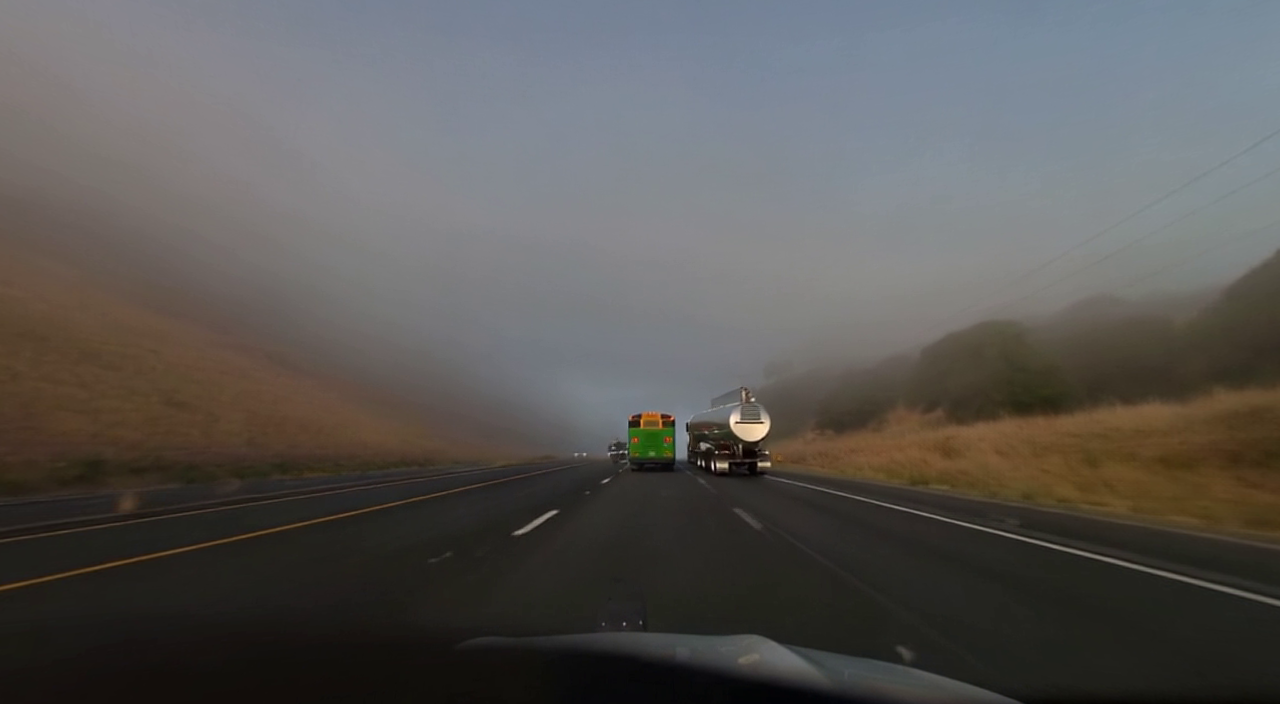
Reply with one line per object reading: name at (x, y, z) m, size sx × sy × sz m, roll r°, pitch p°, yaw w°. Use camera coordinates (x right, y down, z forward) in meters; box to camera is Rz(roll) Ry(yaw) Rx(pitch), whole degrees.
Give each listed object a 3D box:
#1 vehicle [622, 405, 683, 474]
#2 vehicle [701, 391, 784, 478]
vehicle at (0.710, 4.970, 35.583) m, size 2.948 × 3.265 × 10.569 m, roll 0°, pitch -8°, yaw 1°
vehicle at (4.717, 4.013, 30.503) m, size 2.716 × 3.705 × 7.018 m, roll 0°, pitch -8°, yaw 0°
